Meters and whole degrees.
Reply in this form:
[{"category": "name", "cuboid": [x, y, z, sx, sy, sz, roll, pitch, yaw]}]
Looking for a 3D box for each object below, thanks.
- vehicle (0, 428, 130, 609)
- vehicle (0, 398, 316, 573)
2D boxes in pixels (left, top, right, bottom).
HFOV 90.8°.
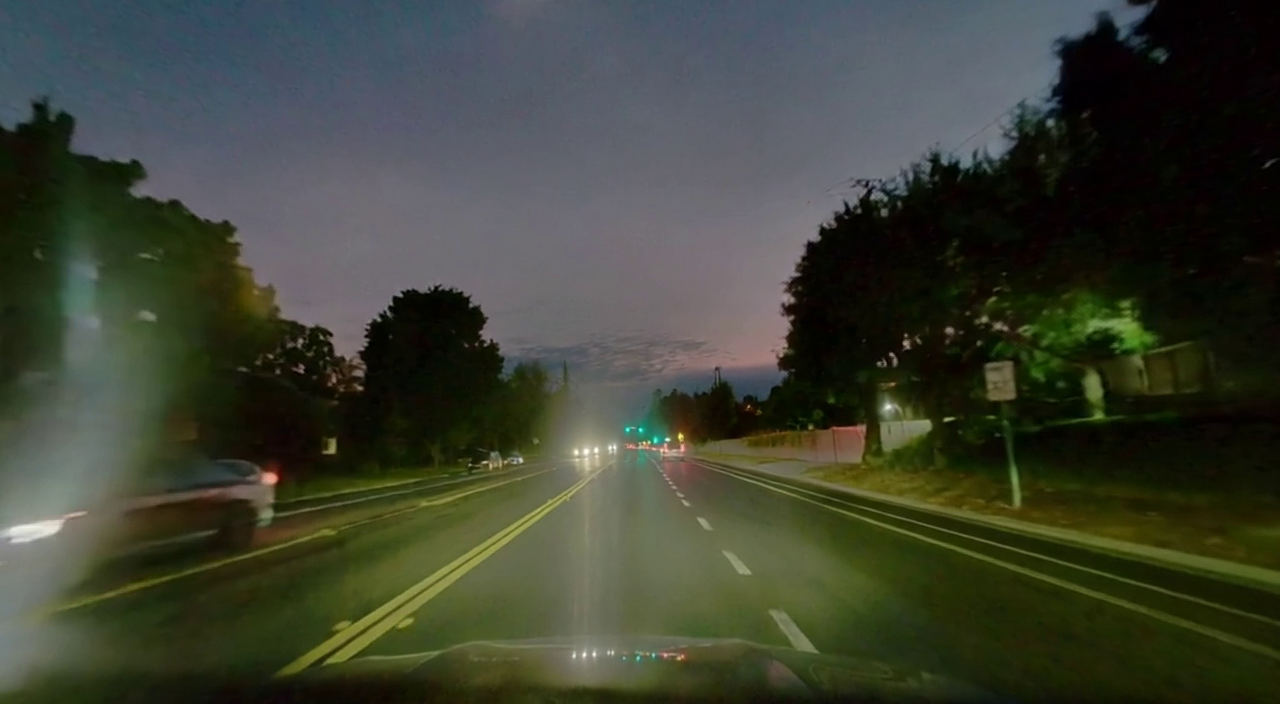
[{"category": "vehicle", "cuboid": [-6.926, 1.410, 4.952, 1.944, 1.655, 4.607, 0, -9, 1]}, {"category": "vehicle", "cuboid": [-6.881, 1.876, 9.441, 2.137, 2.095, 3.415, 0, -9, 1]}]
